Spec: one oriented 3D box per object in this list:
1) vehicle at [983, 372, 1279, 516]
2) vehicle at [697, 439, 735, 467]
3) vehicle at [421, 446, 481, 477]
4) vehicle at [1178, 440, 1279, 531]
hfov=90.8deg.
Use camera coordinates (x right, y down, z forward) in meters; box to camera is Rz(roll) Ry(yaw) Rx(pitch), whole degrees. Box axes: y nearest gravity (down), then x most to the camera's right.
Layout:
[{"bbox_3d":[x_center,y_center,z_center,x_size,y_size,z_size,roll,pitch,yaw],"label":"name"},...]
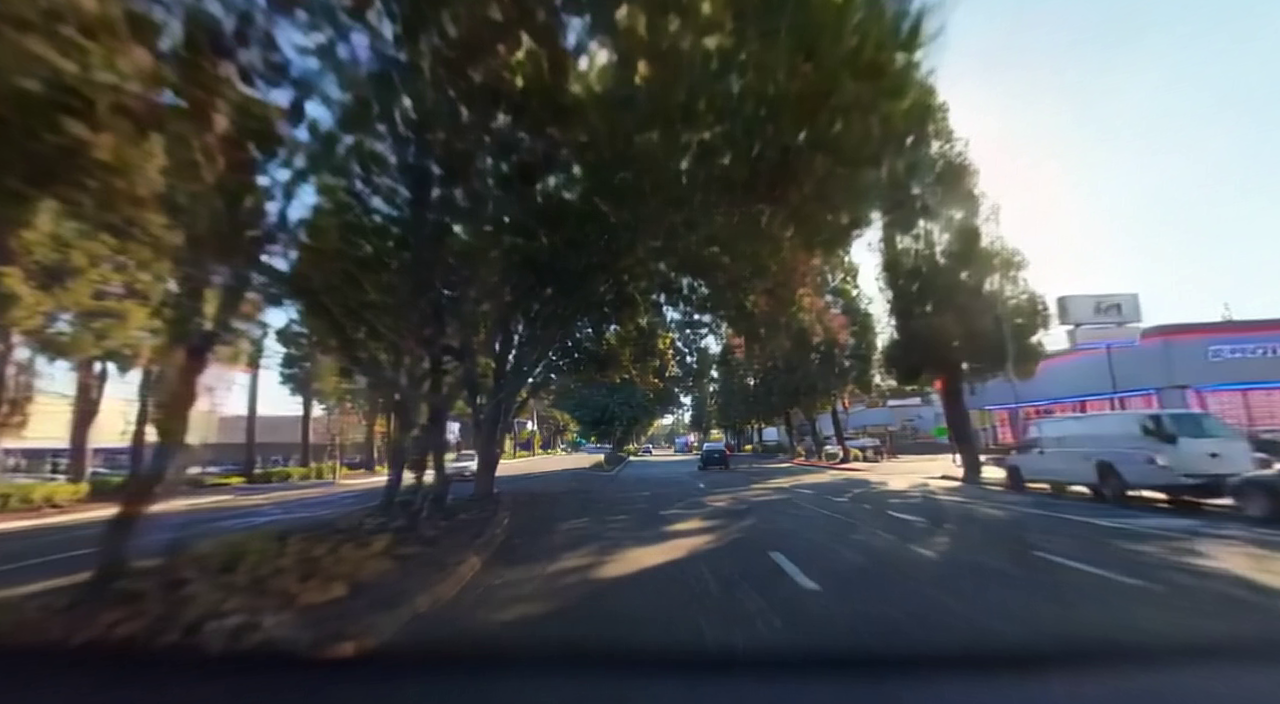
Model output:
[{"bbox_3d":[11.057,2.187,15.016,2.507,2.745,5.779,0,-9,1],"label":"vehicle"},{"bbox_3d":[4.746,6.383,39.904,1.957,1.643,4.226,0,-9,1],"label":"vehicle"},{"bbox_3d":[-10.600,6.165,35.811,1.994,1.657,4.510,0,-9,1],"label":"vehicle"},{"bbox_3d":[10.960,2.007,9.308,1.857,1.411,4.859,0,-9,1],"label":"vehicle"}]
